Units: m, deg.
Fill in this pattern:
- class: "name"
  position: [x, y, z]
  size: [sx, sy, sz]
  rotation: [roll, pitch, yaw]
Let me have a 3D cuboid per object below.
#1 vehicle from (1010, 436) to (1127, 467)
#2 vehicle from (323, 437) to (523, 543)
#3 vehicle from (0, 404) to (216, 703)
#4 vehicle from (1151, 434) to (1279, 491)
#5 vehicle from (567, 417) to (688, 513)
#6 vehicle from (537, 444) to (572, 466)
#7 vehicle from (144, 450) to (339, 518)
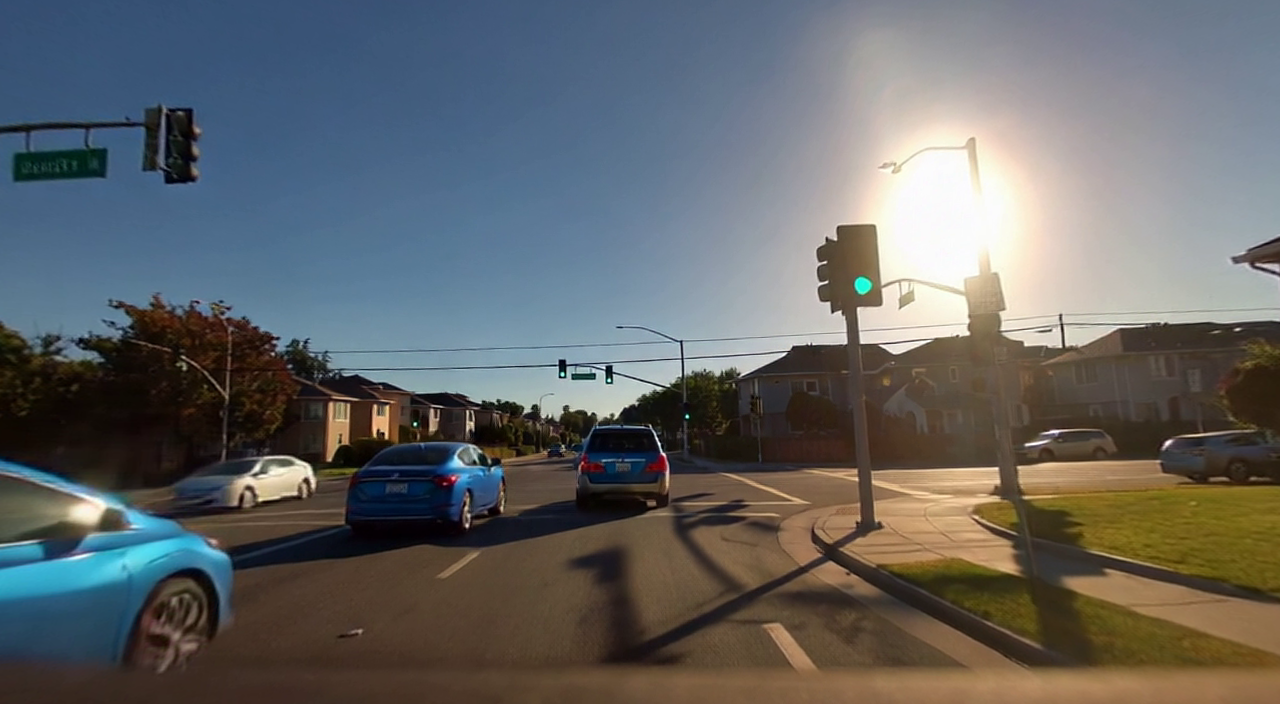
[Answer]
- class: "vehicle"
  position: [21.190, 4.937, 31.427]
  size: [4.353, 1.431, 1.876]
  rotation: [-2, -9, 14]
- class: "vehicle"
  position: [-3.416, 2.241, 10.995]
  size: [1.934, 1.459, 4.368]
  rotation: [0, -8, 0]
- class: "vehicle"
  position: [-3.398, 0.767, 1.132]
  size: [1.977, 1.488, 4.741]
  rotation: [0, -8, 0]
- class: "vehicle"
  position: [17.142, 2.964, 17.060]
  size: [4.715, 1.439, 1.874]
  rotation: [-2, -9, 14]
- class: "vehicle"
  position: [-0.259, 2.577, 14.894]
  size: [2.396, 1.881, 4.606]
  rotation: [0, -8, 0]
- class: "vehicle"
  position: [-6.727, 8.116, 49.946]
  size: [2.069, 1.651, 4.431]
  rotation: [0, -8, 1]
- class: "vehicle"
  position: [-10.085, 3.335, 16.567]
  size: [2.028, 1.474, 4.637]
  rotation: [0, -8, 1]
